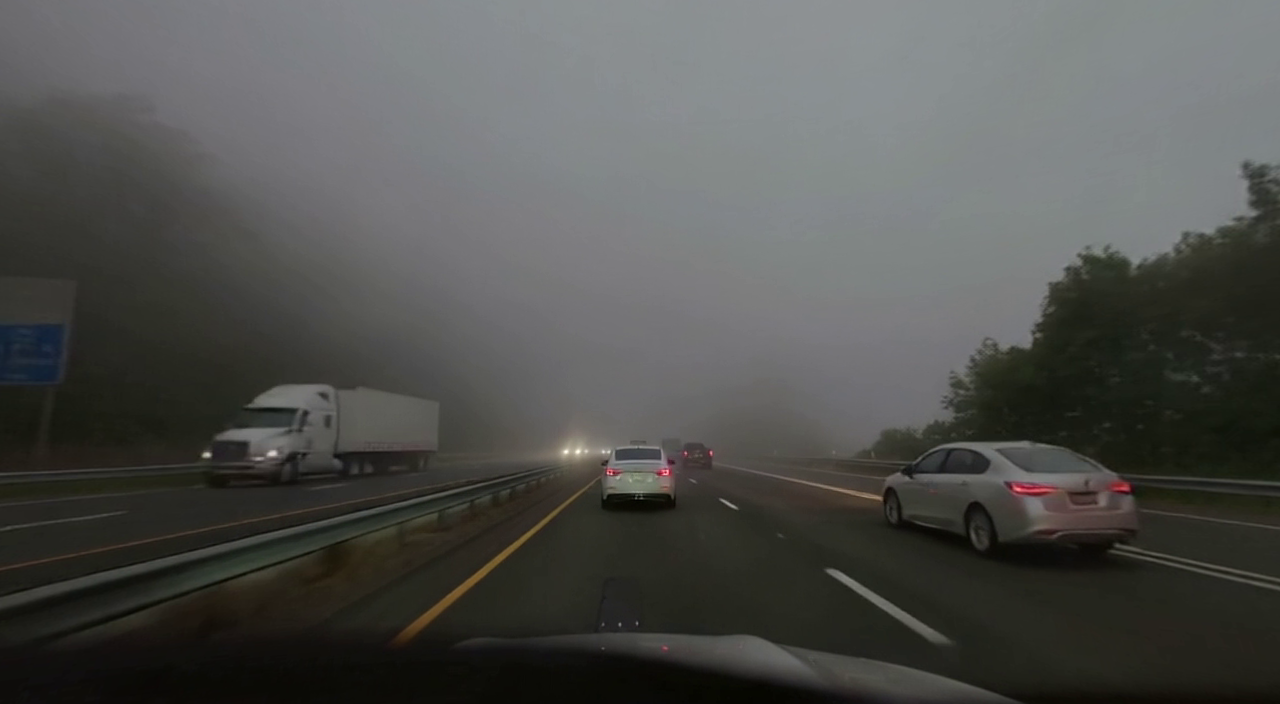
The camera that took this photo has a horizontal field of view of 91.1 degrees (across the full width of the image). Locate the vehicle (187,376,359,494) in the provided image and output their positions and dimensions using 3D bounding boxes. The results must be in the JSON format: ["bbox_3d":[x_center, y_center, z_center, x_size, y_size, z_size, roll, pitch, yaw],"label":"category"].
[{"bbox_3d":[-13.764,3.238,24.315,2.937,3.963,5.772,-1,-9,1],"label":"vehicle"}]

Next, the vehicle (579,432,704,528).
[{"bbox_3d":[-0.020,2.438,12.454,2.088,1.580,3.657,0,-9,-1],"label":"vehicle"}]

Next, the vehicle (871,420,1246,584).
[{"bbox_3d":[4.698,1.719,7.982,1.931,1.516,3.995,0,-9,-1],"label":"vehicle"}]
